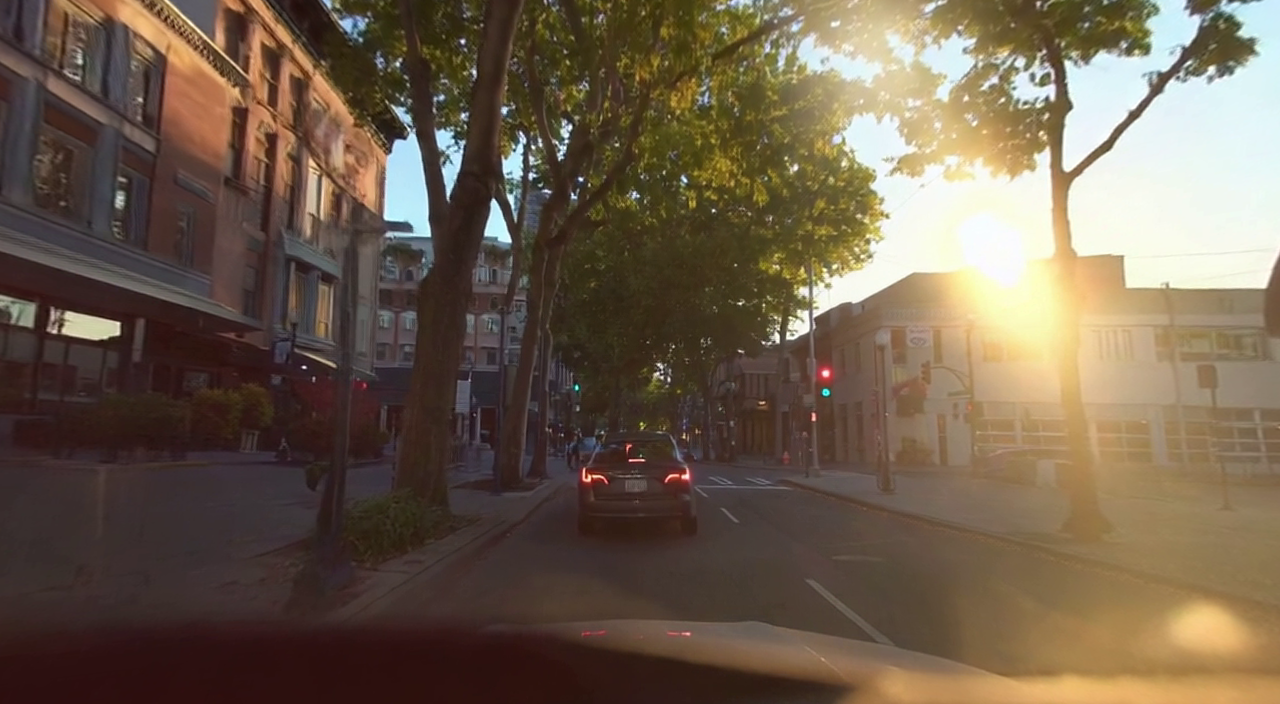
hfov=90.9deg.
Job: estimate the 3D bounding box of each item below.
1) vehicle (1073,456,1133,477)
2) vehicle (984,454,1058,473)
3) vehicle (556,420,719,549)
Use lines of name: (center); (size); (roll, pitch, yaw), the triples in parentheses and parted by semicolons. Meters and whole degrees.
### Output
vehicle: (36.251, 8.971, 49.404); (3.445, 1.363, 1.608); (3, -7, -1)
vehicle: (29.774, 8.696, 49.308); (4.668, 1.441, 1.904); (1, -9, -5)
vehicle: (-0.072, 1.985, 10.039); (2.079, 1.621, 3.861); (0, -9, -1)
